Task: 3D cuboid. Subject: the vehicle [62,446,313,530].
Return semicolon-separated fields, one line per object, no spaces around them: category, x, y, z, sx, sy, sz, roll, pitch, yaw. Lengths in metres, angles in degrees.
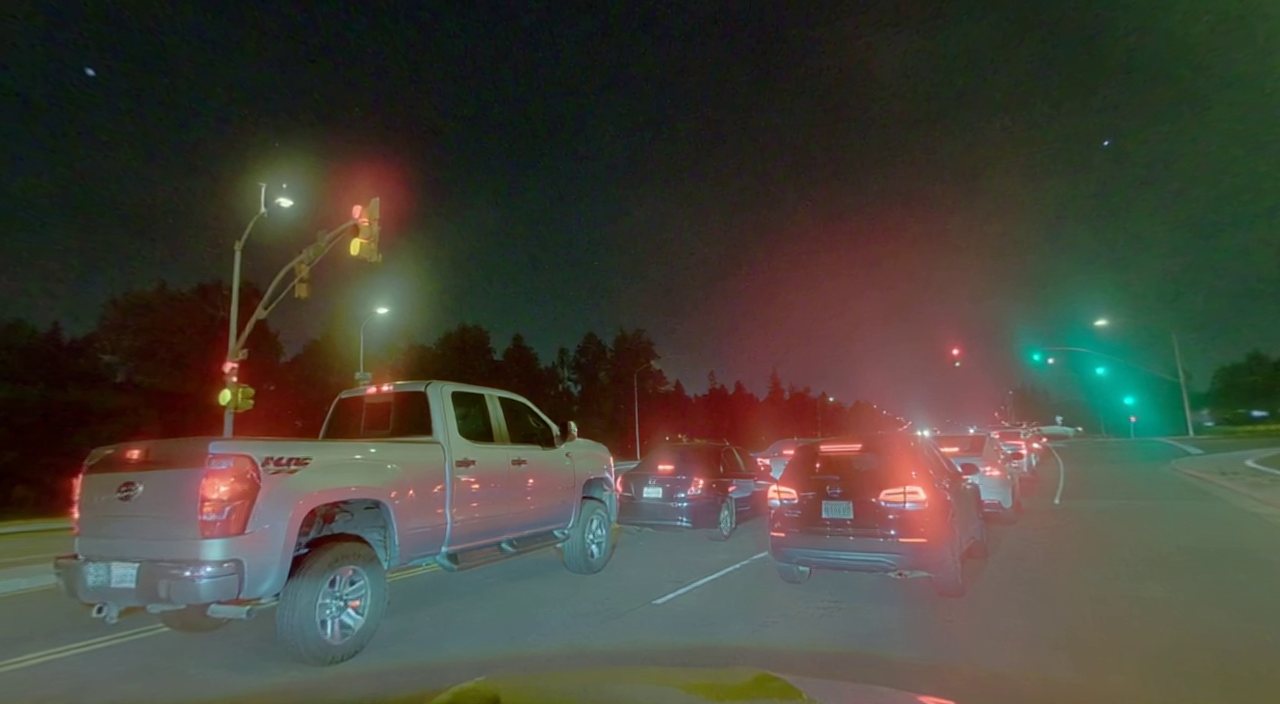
vehicle;-11.171;3.269;15.987;1.936;1.756;4.649;-6;-10;34

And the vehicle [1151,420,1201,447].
vehicle;35.764;5.478;42.200;2.183;1.714;4.491;-7;-11;37

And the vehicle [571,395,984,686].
vehicle;1.721;1.383;5.989;2.027;1.549;4.801;-6;-10;35

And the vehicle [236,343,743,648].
vehicle;-0.876;1.411;7.479;2.272;2.016;6.146;-4;-9;27

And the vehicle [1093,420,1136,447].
vehicle;32.795;5.674;43.730;2.160;1.790;4.303;-6;-10;35
